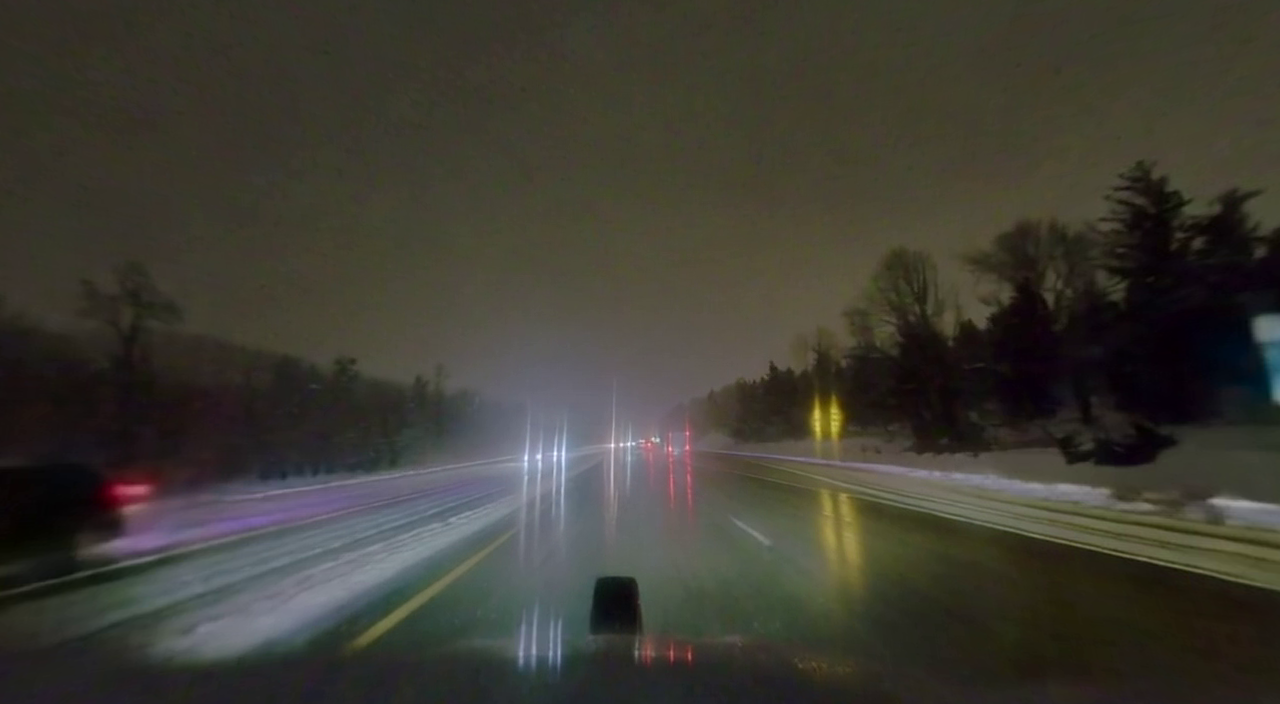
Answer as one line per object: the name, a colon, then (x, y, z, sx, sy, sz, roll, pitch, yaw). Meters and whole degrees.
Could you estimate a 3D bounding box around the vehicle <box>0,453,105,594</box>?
vehicle: (-8.260, 1.847, 6.318, 1.961, 1.587, 4.391, 0, -9, -3)
